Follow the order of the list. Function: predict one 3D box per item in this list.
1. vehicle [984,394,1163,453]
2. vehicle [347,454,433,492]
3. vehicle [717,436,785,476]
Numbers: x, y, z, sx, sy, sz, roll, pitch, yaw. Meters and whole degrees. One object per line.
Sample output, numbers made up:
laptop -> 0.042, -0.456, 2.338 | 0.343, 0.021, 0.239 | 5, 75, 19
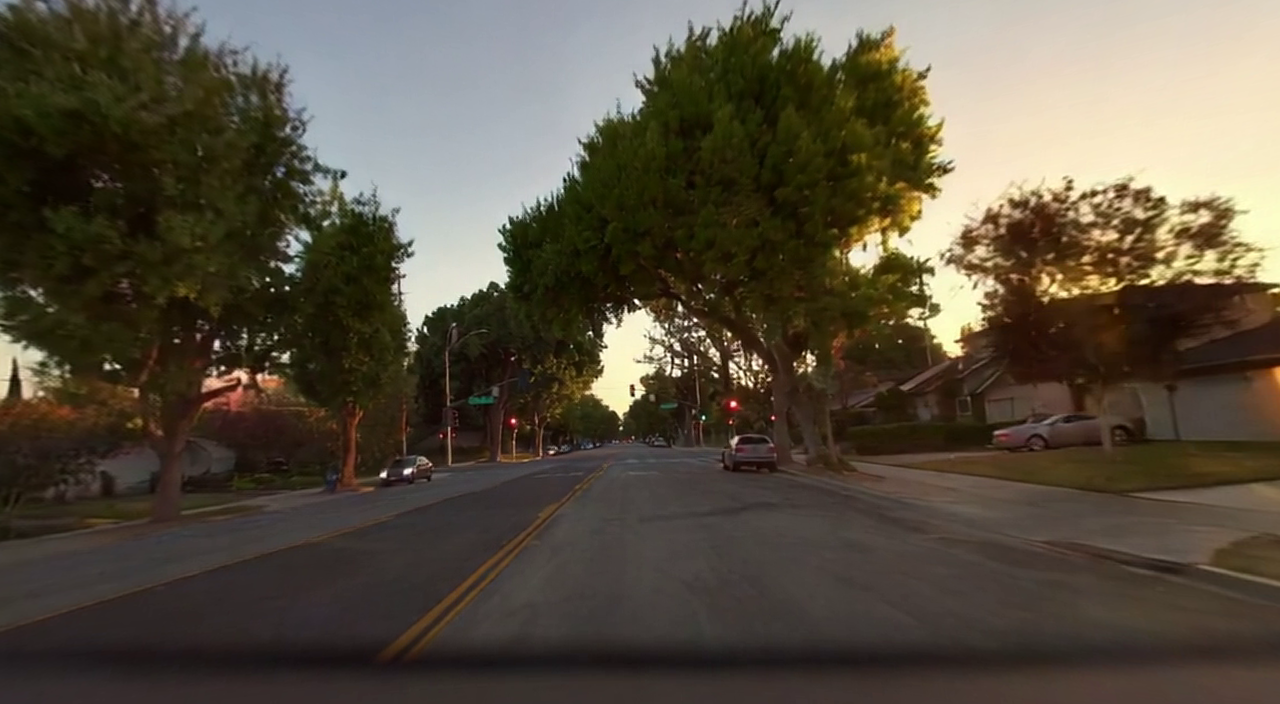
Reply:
vehicle -> 14.570, 2.455, 21.450 | 4.500, 1.875, 2.046 | 0, -8, -1
vehicle -> -11.506, 5.573, 29.434 | 2.029, 1.550, 4.562 | -1, -8, 1
vehicle -> 4.509, 4.306, 26.351 | 1.963, 1.477, 4.804 | 0, -9, 0
